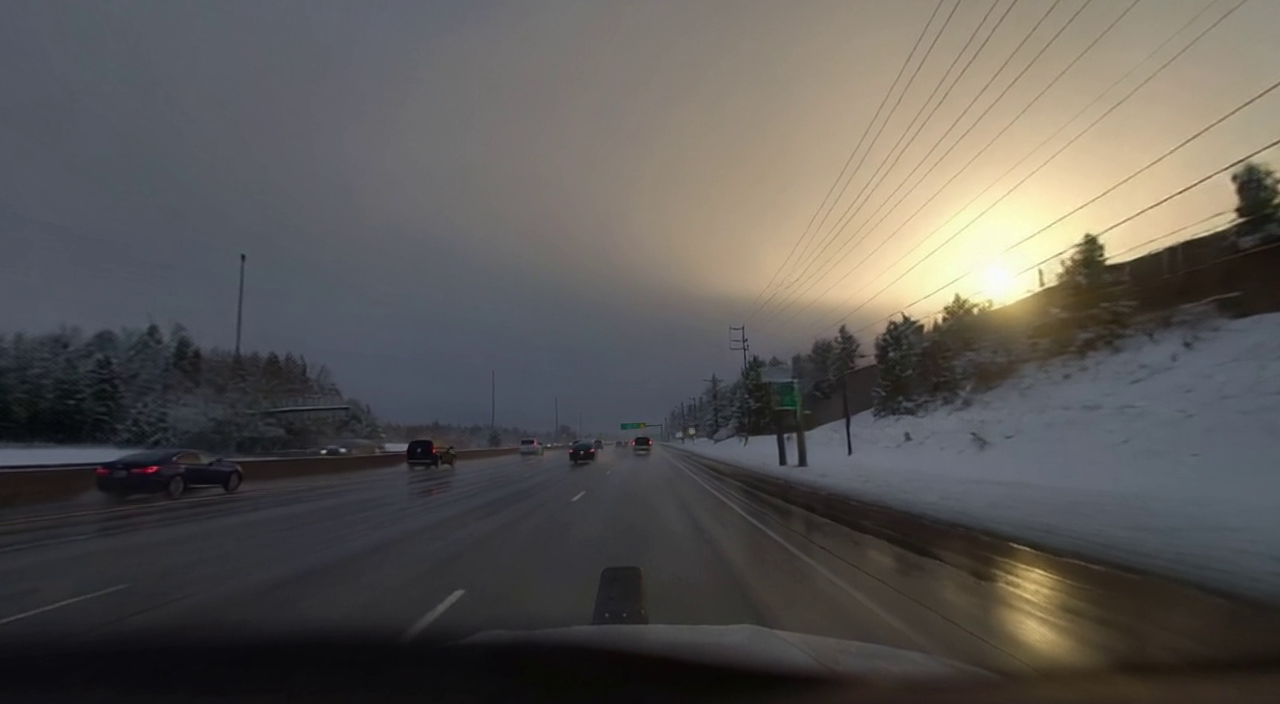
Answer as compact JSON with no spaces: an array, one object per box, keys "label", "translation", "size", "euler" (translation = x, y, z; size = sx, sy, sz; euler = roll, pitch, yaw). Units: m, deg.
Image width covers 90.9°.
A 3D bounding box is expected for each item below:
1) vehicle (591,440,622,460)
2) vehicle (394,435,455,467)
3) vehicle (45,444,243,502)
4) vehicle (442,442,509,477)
[{"label":"vehicle","translation":[-2.518,7.526,48.311],"size":[2.064,1.446,4.409],"euler":[0,-9,1]},{"label":"vehicle","translation":[-14.235,6.571,41.927],"size":[2.172,1.946,5.017],"euler":[0,-9,1]},{"label":"vehicle","translation":[-14.379,3.508,18.774],"size":[1.885,1.474,4.849],"euler":[0,-9,1]},{"label":"vehicle","translation":[-7.467,4.892,29.010],"size":[1.899,1.472,4.202],"euler":[0,-9,1]}]
